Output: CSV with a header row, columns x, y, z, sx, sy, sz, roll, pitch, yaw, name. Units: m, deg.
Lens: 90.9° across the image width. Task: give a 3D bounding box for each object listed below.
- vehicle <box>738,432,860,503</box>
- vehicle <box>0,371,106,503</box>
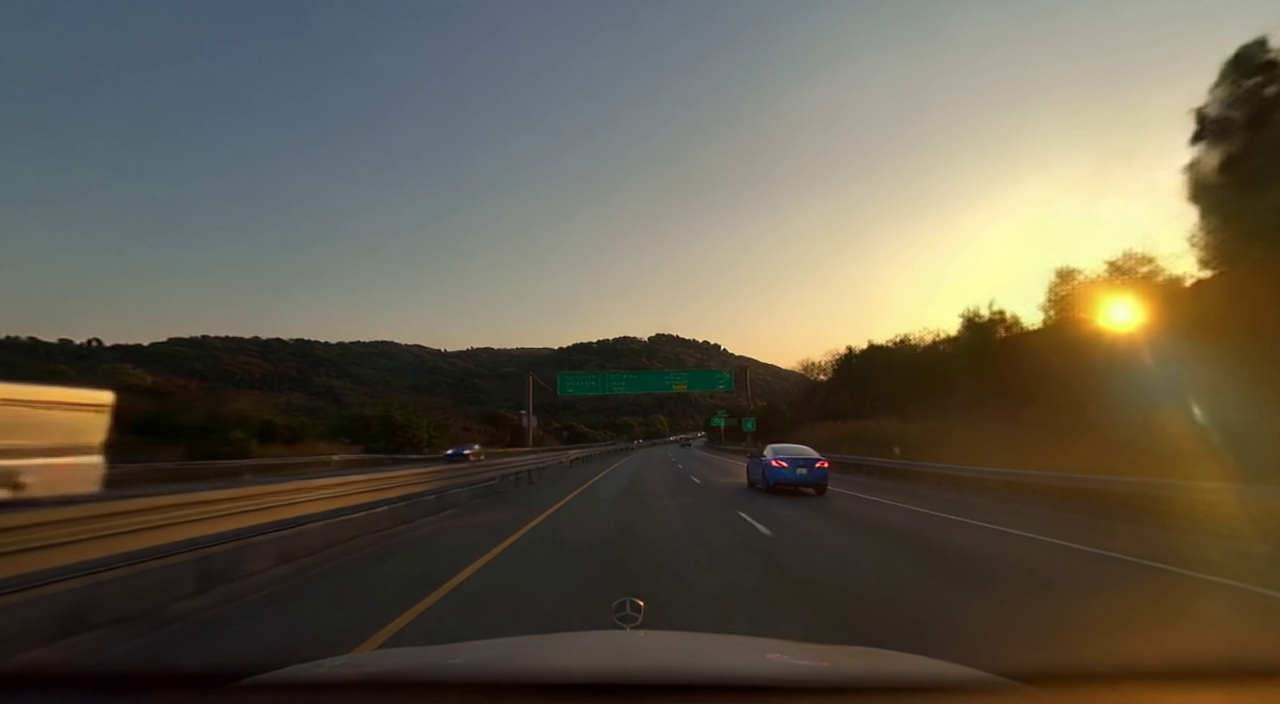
x,y,z,sx,sy,sz,roll,pitch,yaw,name
3.771,2.821,15.757,1.997,1.515,4.025,0,-9,0,vehicle
-22.436,2.094,15.925,3.284,4.203,16.559,-1,-8,1,vehicle
